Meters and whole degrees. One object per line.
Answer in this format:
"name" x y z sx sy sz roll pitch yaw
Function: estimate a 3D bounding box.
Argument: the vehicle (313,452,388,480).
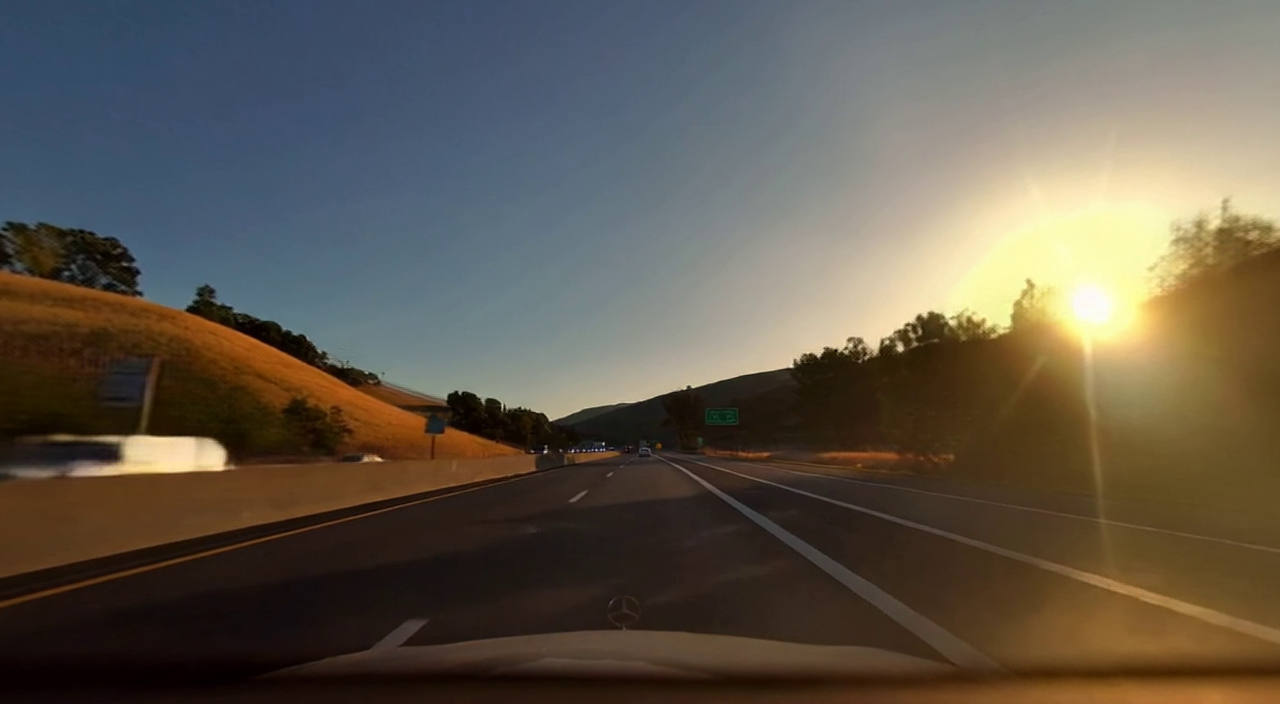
"vehicle" -16.185 6.361 35.500 2.046 1.460 4.426 0 -9 1

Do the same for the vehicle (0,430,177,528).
"vehicle" -12.125 2.422 12.341 2.262 1.676 4.984 0 -9 1
